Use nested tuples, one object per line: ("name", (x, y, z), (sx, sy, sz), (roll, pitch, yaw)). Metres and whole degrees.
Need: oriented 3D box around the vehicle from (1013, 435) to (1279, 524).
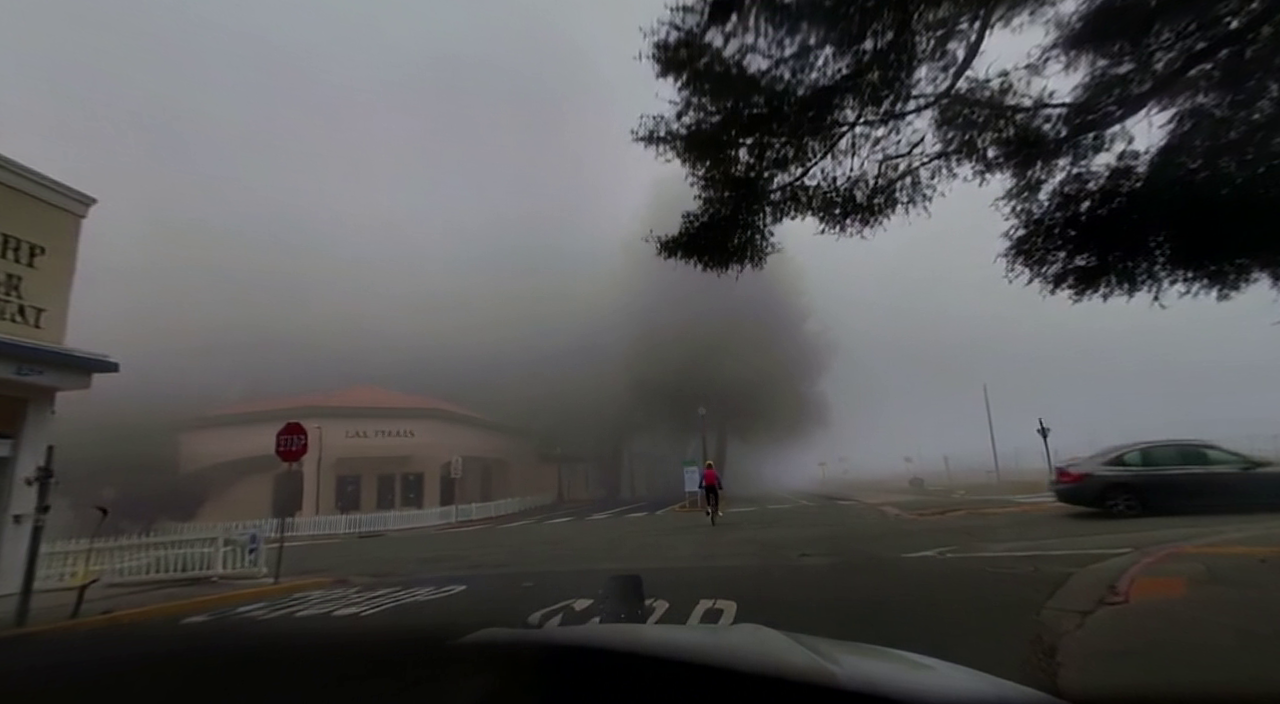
("vehicle", (10.379, 2.348, 11.983), (5.323, 1.479, 2.112), (-3, -9, 21))
